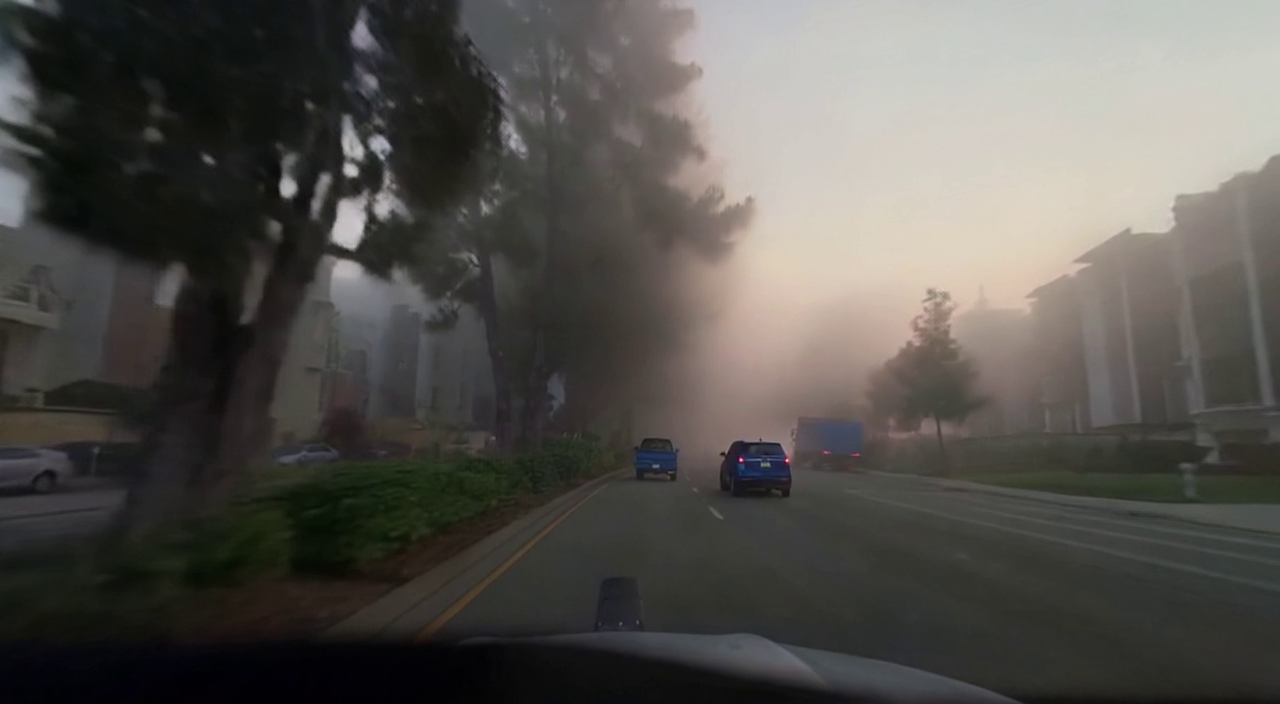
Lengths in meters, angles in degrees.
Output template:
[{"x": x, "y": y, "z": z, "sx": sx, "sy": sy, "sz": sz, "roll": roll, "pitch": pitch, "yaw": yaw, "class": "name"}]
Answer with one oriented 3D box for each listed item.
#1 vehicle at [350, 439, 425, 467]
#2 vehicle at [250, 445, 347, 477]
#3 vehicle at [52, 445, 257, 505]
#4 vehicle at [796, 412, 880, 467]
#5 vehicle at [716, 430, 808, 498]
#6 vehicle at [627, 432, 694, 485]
[{"x": -17.098, "y": 6.969, "z": 43.125, "sx": 2.272, "sy": 1.746, "sz": 5.914, "roll": -1, "pitch": -11, "yaw": 5, "class": "vehicle"}, {"x": -17.677, "y": 5.698, "z": 33.035, "sx": 2.008, "sy": 1.487, "sz": 5.078, "roll": -2, "pitch": -10, "yaw": 3, "class": "vehicle"}, {"x": -13.550, "y": 3.424, "z": 18.141, "sx": 1.884, "sy": 1.454, "sz": 4.858, "roll": 0, "pitch": -9, "yaw": 2, "class": "vehicle"}, {"x": 12.622, "y": 5.742, "z": 41.009, "sx": 3.705, "sy": 3.221, "sz": 6.779, "roll": -2, "pitch": -9, "yaw": 5, "class": "vehicle"}, {"x": 3.591, "y": 3.388, "z": 19.484, "sx": 2.033, "sy": 1.823, "sz": 4.409, "roll": 0, "pitch": -9, "yaw": 1, "class": "vehicle"}, {"x": 0.834, "y": 4.114, "z": 24.748, "sx": 2.345, "sy": 1.841, "sz": 5.032, "roll": 0, "pitch": -9, "yaw": 2, "class": "vehicle"}]
